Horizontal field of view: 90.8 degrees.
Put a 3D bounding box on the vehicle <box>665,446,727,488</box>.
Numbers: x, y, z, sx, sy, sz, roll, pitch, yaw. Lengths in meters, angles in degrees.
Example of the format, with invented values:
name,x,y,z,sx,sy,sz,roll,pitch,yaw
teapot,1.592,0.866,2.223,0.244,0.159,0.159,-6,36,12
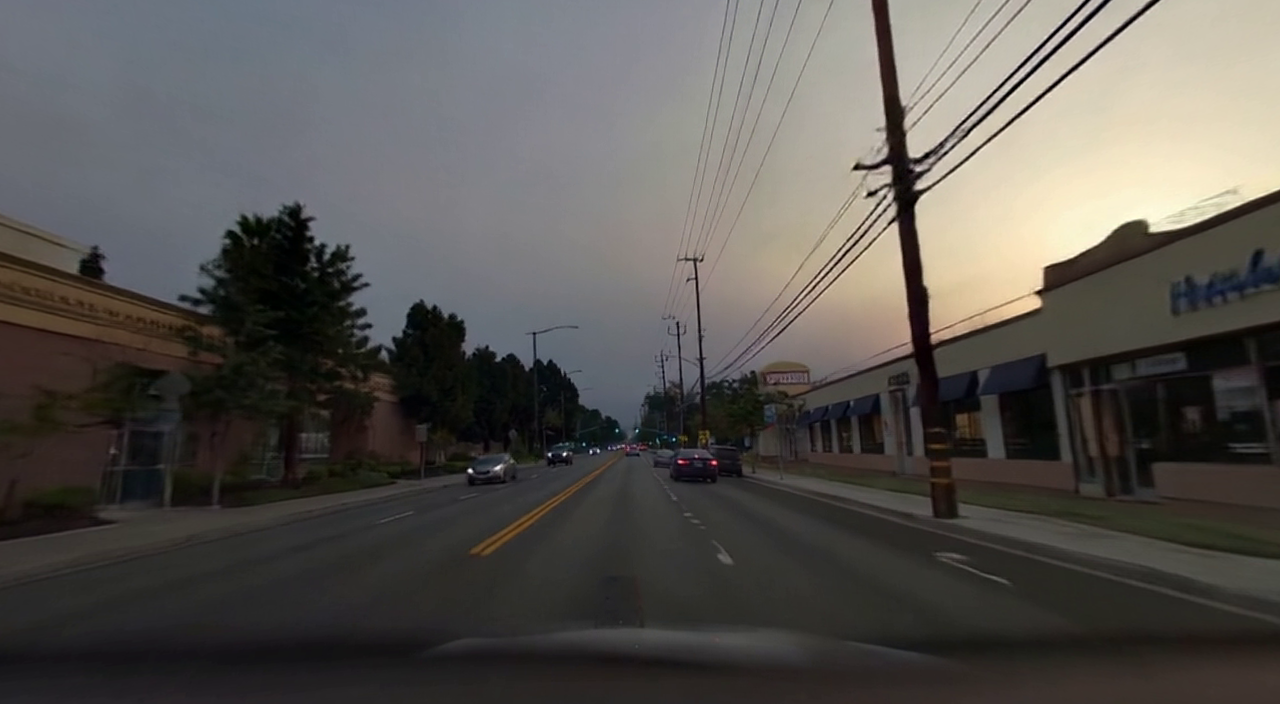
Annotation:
name,x,y,z,sx,sy,sz,roll,pitch,yaw
vehicle,2.068,4.403,24.532,1.975,1.497,3.647,0,-9,-2

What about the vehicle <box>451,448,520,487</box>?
name,x,y,z,sx,sy,sz,roll,pitch,yaw
vehicle,-6.478,4.869,26.996,1.868,1.466,4.397,0,-9,0
